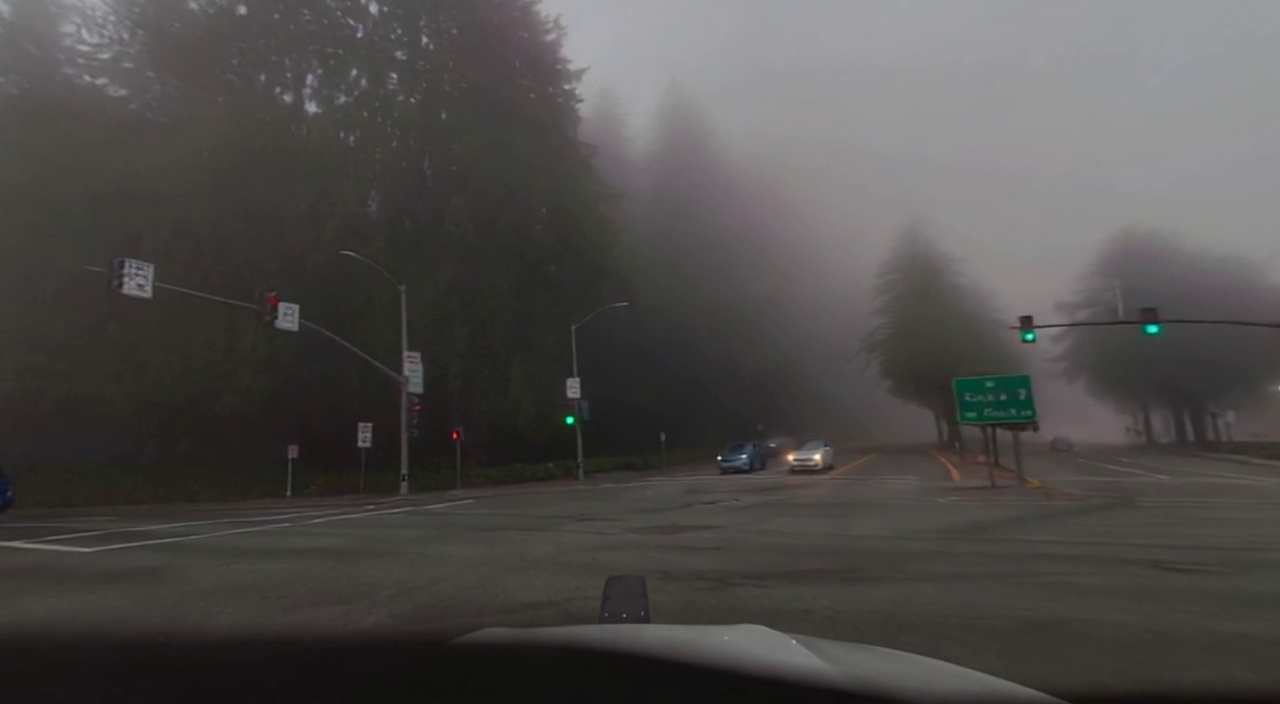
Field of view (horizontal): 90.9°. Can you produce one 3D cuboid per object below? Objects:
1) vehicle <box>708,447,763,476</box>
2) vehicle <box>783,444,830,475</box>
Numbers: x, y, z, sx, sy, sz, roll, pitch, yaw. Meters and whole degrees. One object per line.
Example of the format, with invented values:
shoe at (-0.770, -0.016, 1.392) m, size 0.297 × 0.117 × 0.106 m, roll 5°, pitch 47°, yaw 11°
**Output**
vehicle at (5.405, 6.081, 35.191) m, size 2.111 × 1.499 × 4.371 m, roll -3°, pitch -9°, yaw 21°
vehicle at (9.247, 5.876, 34.731) m, size 1.920 × 1.546 × 4.086 m, roll -4°, pitch -9°, yaw 22°
